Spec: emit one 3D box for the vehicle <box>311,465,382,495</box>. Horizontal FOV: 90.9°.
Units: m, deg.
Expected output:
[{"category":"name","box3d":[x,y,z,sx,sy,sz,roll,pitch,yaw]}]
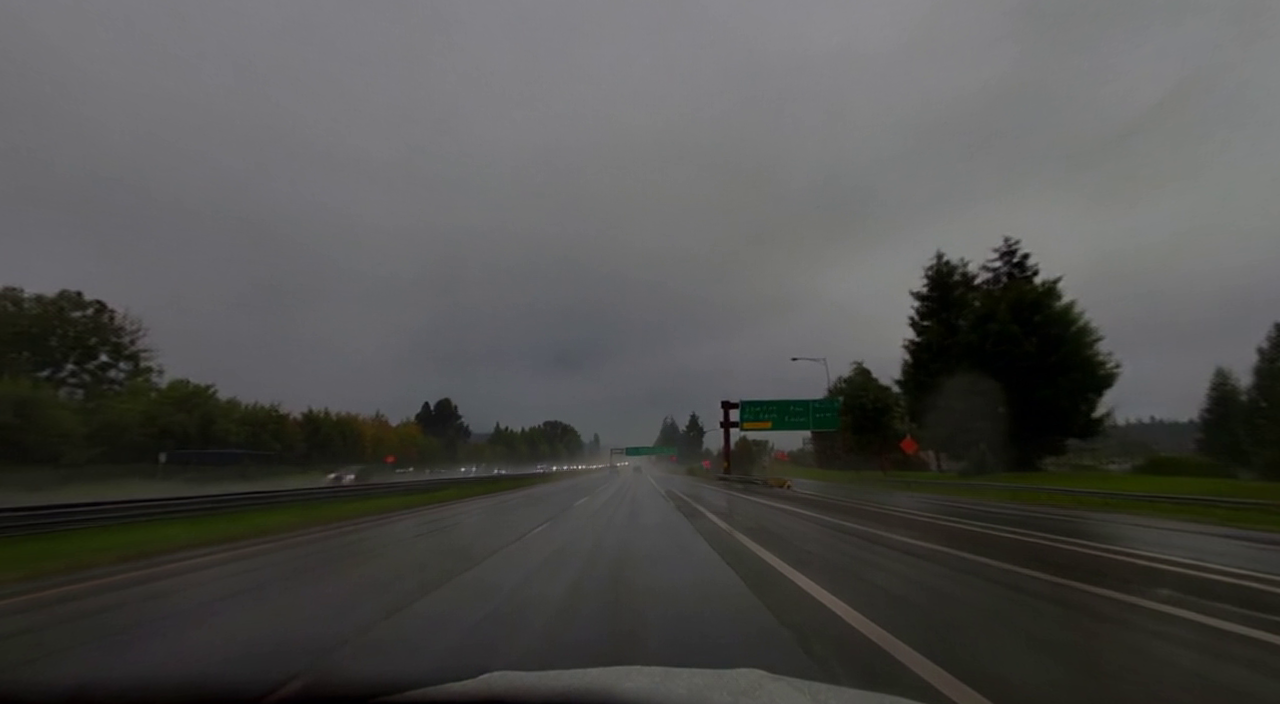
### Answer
[{"category":"vehicle","box3d":[-15.523,6.799,33.534,1.810,1.456,3.959,1,-10,1]}]
